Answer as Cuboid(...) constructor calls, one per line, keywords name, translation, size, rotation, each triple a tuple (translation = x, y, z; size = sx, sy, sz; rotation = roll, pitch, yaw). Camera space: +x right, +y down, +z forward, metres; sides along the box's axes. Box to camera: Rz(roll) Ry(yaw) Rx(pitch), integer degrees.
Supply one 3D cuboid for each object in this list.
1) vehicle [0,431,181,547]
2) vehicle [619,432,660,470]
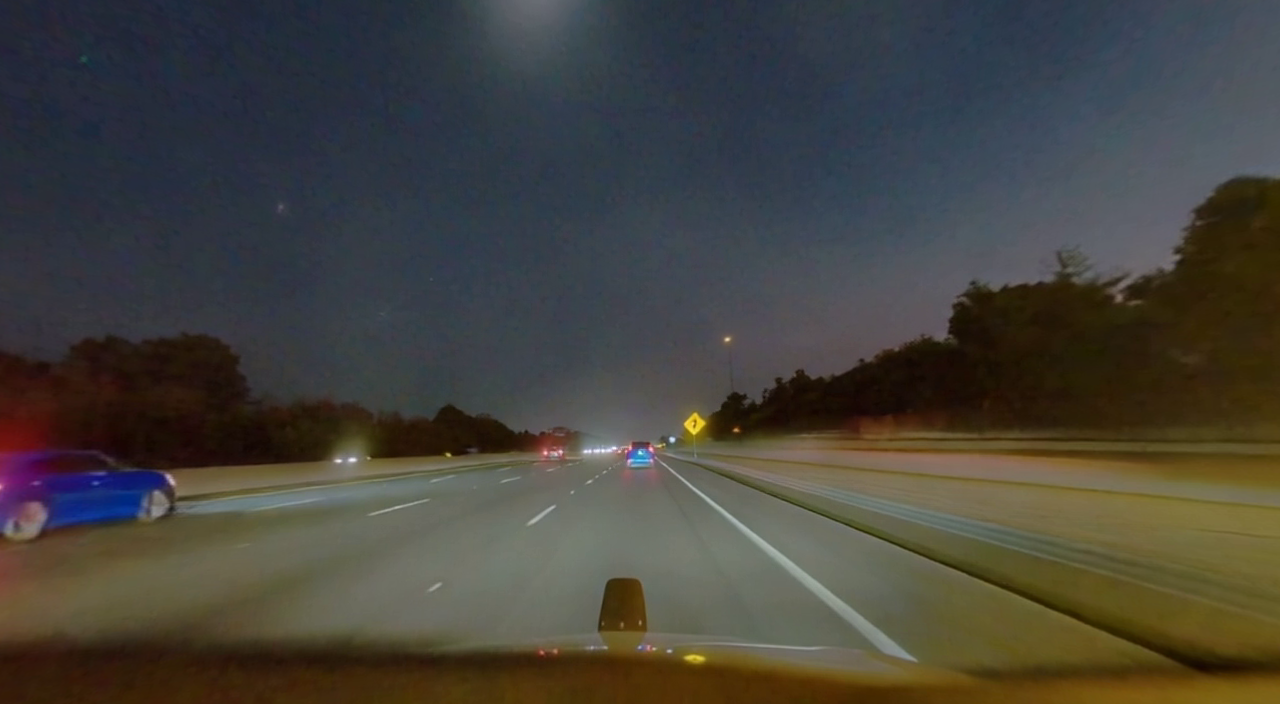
Cuboid(name="vehicle", translation=(-10.324, 2.151, 10.214), size=(2.037, 1.661, 4.885), rotation=(0, -8, 1))
Cuboid(name="vehicle", translation=(-0.027, 5.963, 38.183), size=(2.318, 2.145, 4.561), rotation=(0, -8, 0))
